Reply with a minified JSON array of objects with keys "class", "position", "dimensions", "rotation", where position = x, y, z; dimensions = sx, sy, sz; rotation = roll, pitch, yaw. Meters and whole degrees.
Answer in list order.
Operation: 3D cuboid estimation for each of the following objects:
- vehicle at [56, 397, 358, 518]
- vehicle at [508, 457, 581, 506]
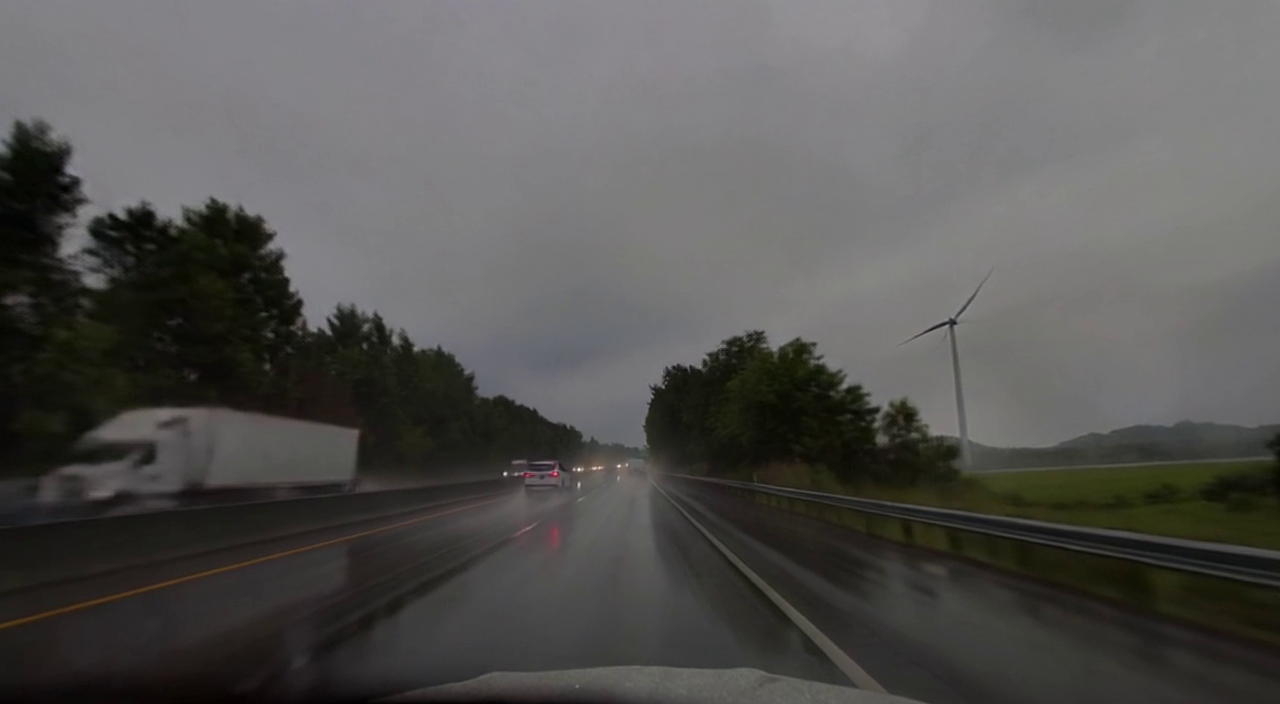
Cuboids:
[{"class":"vehicle","position":[-16.123,4.426,25.809],"dimensions":[2.973,3.602,13.198],"rotation":[1,-11,0]},{"class":"vehicle","position":[-3.667,5.106,25.064],"dimensions":[2.124,1.705,4.440],"rotation":[1,-11,1]}]
